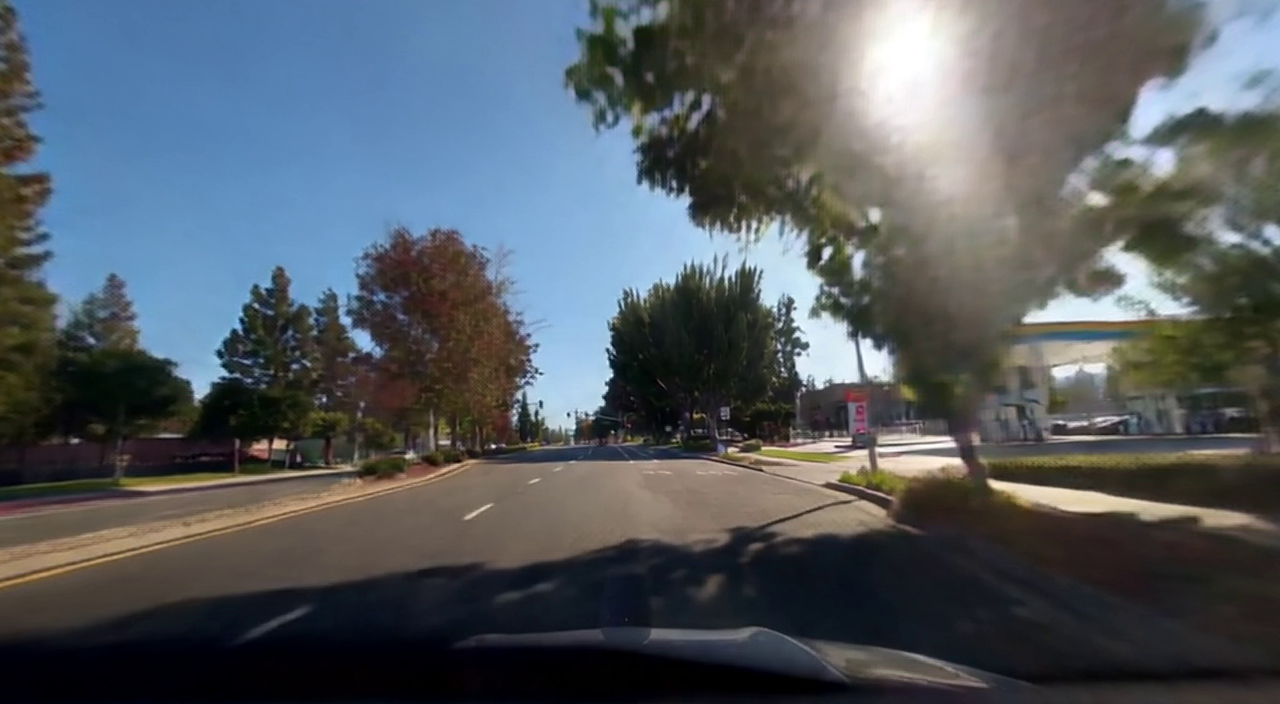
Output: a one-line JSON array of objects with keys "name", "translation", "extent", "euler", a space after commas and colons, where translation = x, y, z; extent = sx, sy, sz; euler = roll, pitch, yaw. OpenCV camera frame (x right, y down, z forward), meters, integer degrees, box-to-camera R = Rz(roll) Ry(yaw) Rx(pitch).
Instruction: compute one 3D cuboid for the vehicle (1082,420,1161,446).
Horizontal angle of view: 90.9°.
[{"name": "vehicle", "translation": [34.748, 5.880, 45.633], "extent": [4.323, 1.447, 1.710], "euler": [-10, -7, 33]}]
